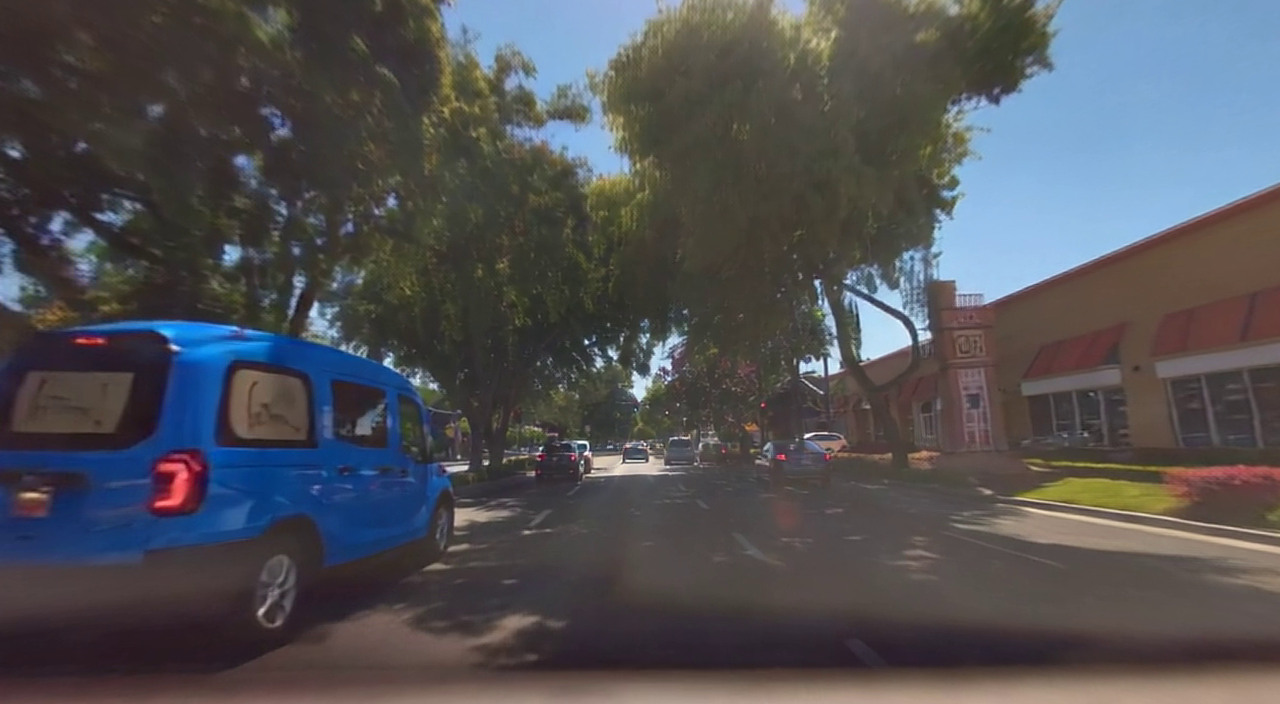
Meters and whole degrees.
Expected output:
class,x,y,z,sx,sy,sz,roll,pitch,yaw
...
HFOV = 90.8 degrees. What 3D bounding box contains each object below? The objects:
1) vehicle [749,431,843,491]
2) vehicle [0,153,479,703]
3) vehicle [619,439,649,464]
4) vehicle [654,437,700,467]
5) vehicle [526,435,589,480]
class,x,y,z,sx,sy,sz,roll,pitch,yaw
vehicle,4.691,3.347,19.645,1.869,1.646,4.166,0,-9,1
vehicle,-3.542,0.819,5.904,2.443,2.784,5.862,0,-9,1
vehicle,-0.473,7.508,47.660,2.130,1.725,4.223,0,-9,-1
vehicle,2.495,6.539,41.479,2.209,1.806,4.689,-2,-9,12
vehicle,-3.368,4.434,26.656,2.030,1.724,4.365,0,-9,1
